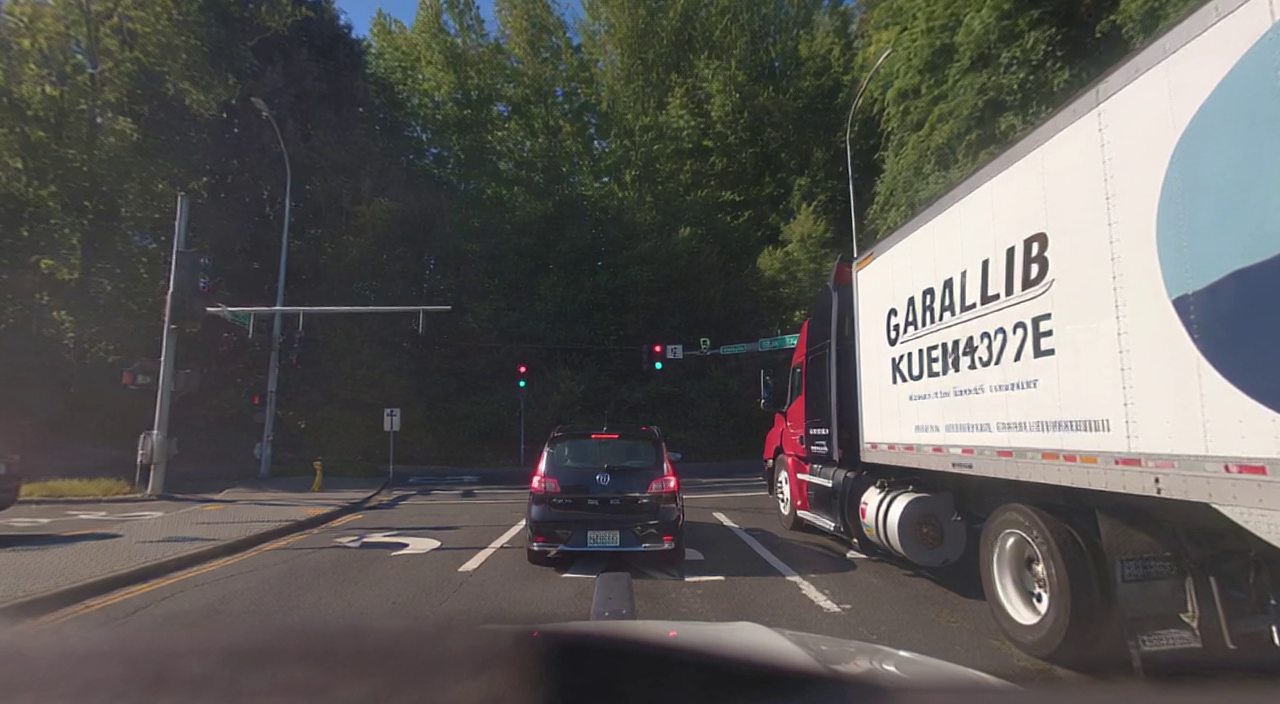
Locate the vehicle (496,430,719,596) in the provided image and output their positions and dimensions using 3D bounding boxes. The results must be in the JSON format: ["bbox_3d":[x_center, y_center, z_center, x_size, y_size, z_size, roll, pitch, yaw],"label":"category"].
[{"bbox_3d":[-0.328,1.706,7.428,1.975,1.457,3.526,0,-9,-1],"label":"vehicle"}]

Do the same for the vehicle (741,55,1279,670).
[{"bbox_3d":[3.525,0.677,8.645,2.884,3.753,9.763,0,-9,2],"label":"vehicle"}]
